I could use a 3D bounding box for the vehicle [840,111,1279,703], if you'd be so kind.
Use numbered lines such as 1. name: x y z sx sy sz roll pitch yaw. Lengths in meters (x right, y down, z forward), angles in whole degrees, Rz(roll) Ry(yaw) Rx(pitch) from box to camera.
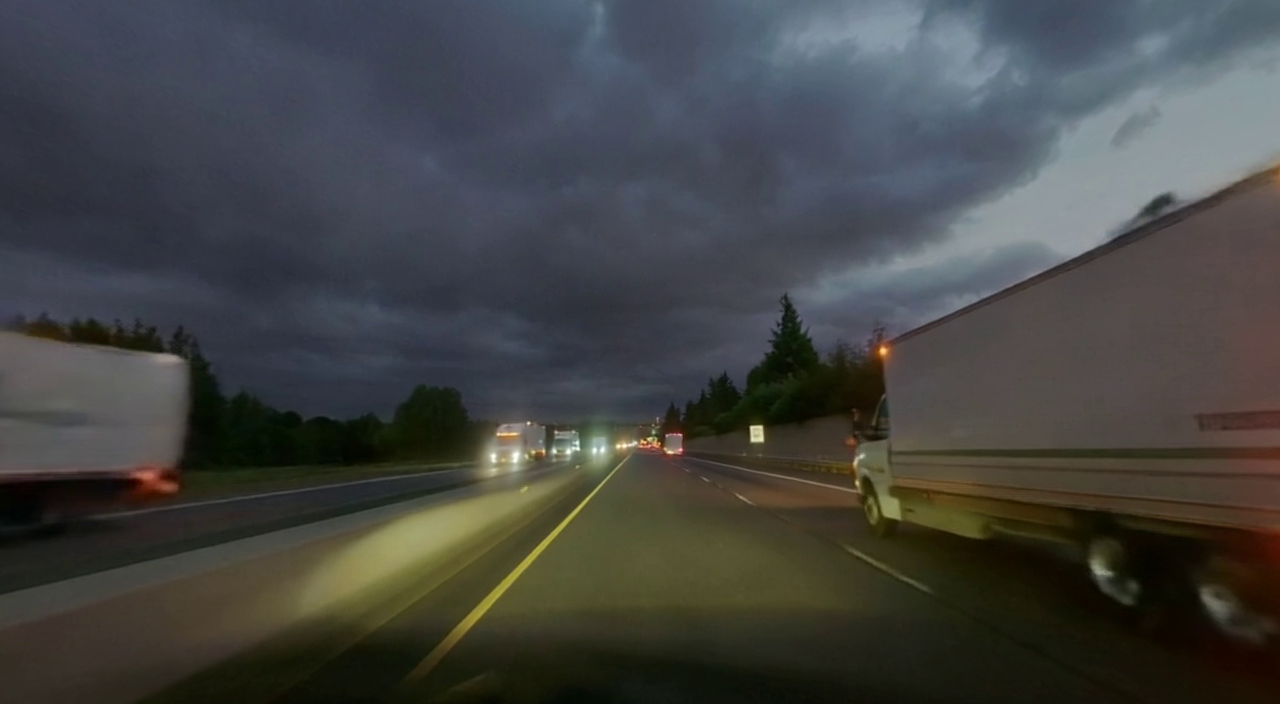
1. vehicle: 4.069 0.639 4.984 2.449 2.805 6.763 0 -9 -2

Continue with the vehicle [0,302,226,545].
1. vehicle: -12.526 1.061 9.673 3.050 4.132 13.617 0 -9 0
